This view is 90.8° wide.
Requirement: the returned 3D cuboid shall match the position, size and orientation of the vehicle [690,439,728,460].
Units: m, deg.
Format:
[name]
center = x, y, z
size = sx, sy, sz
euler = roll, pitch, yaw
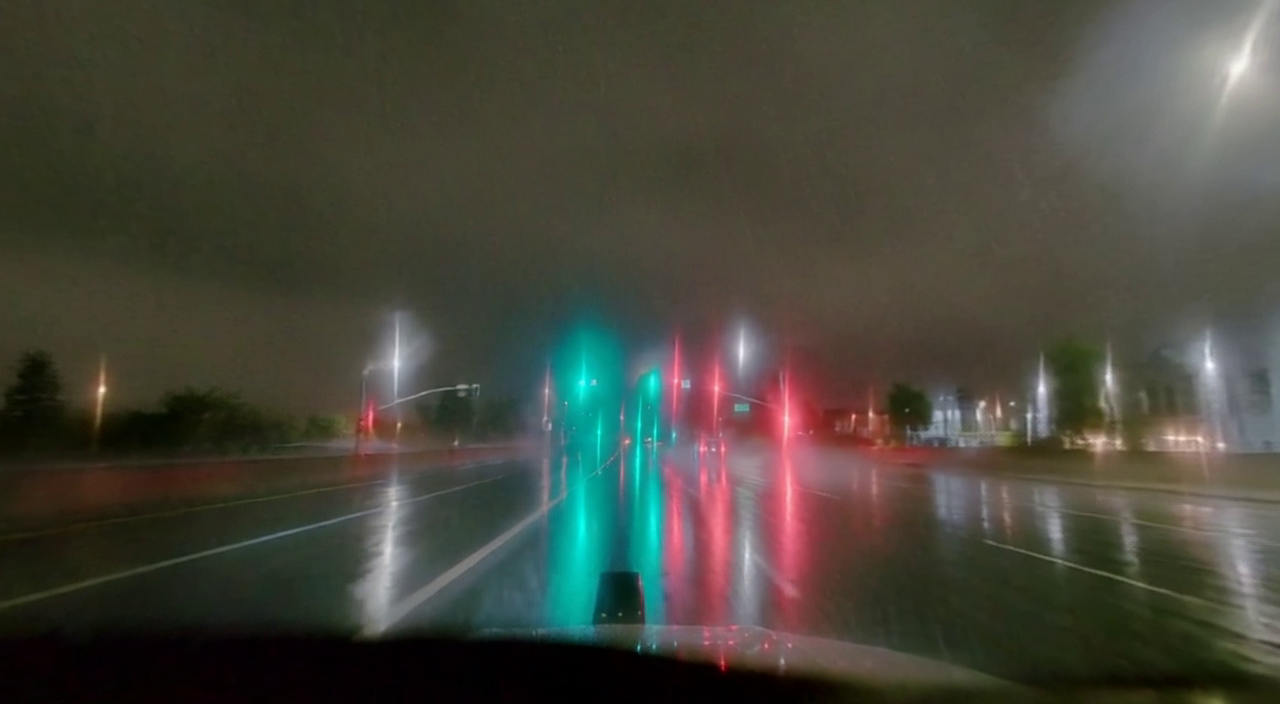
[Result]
[vehicle]
center = 5.036, 7.189, 46.724
size = 2.187, 1.475, 4.529
euler = 0, -8, -1
